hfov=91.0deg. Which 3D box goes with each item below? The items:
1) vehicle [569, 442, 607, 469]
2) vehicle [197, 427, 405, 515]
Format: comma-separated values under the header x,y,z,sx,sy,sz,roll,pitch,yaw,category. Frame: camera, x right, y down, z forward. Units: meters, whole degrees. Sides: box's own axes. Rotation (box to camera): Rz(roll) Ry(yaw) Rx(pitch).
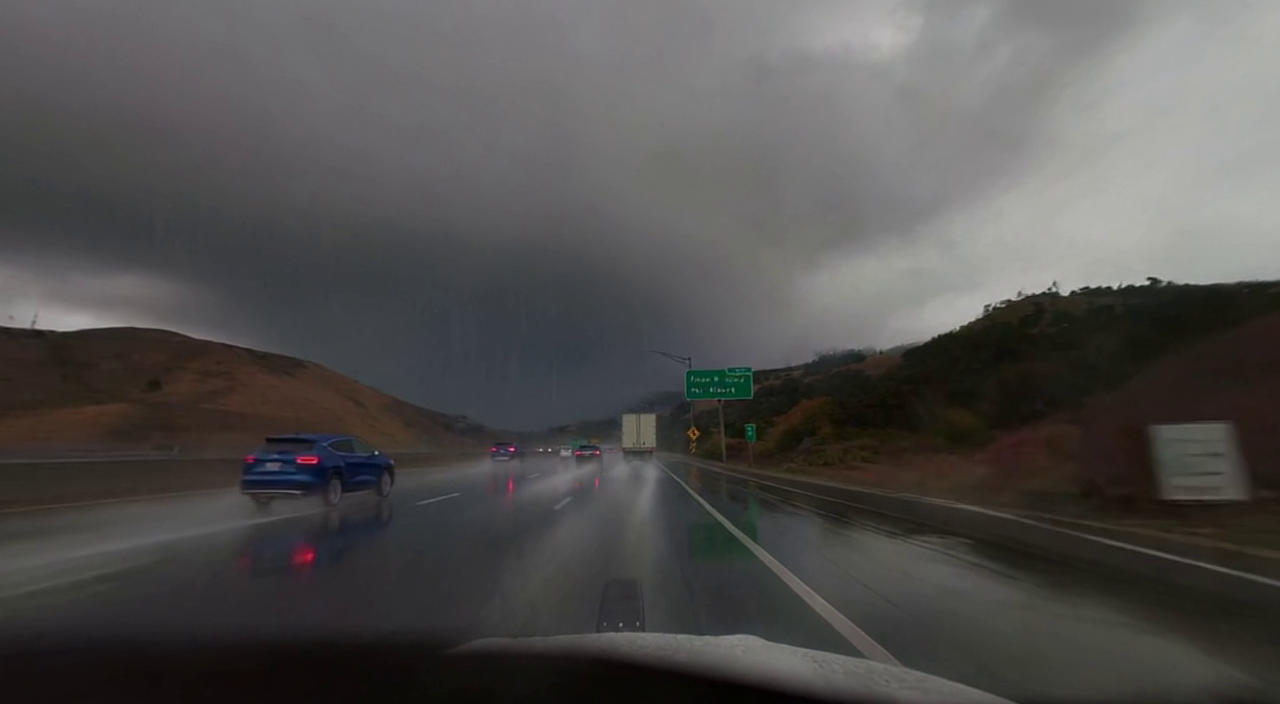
x,y,z,sx,sy,sz,roll,pitch,yaw,category
-3.540,7.130,43.601,2.194,1.725,4.698,1,-9,0,vehicle
-7.483,2.668,14.660,2.098,1.678,4.822,0,-9,0,vehicle
